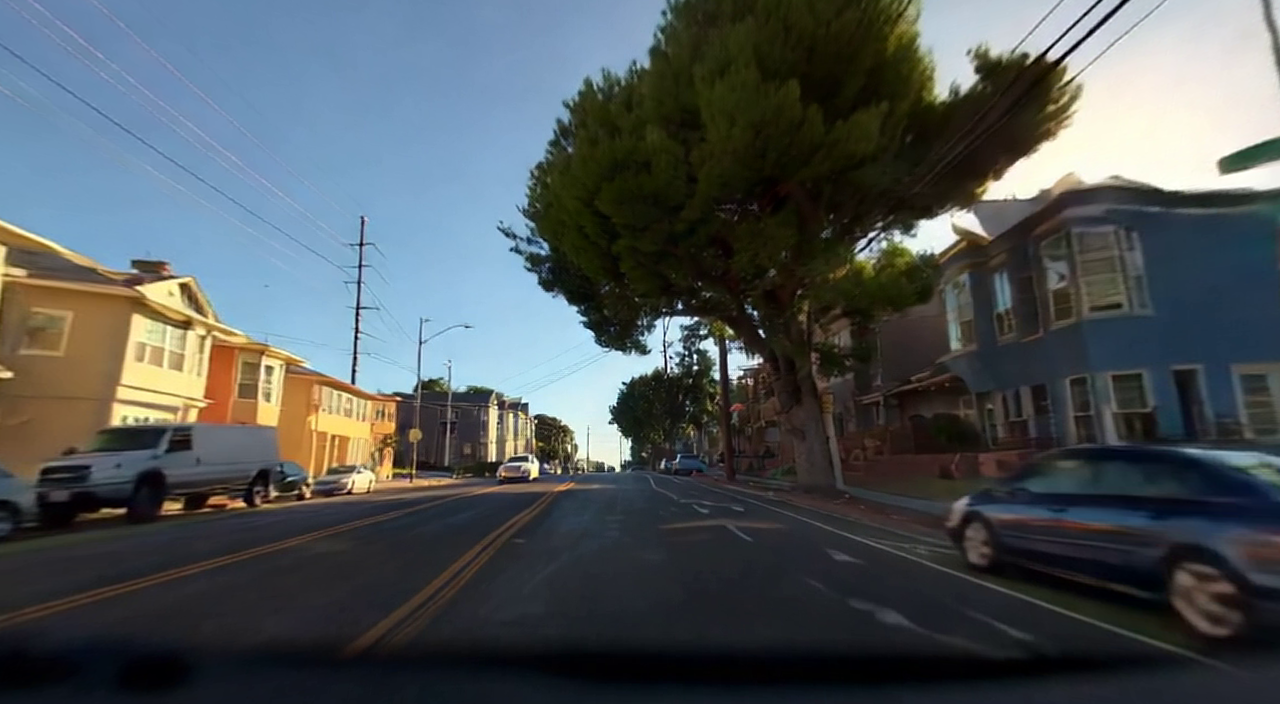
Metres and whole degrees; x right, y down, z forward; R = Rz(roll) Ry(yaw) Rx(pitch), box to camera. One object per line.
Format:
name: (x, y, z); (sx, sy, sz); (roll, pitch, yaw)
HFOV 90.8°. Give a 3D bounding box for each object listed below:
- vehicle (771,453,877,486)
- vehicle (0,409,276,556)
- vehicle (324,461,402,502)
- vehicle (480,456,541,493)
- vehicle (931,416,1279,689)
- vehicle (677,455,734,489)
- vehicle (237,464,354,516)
vehicle: (8.925, 5.653, 30.674); (4.658, 1.465, 2.025); (-4, -9, 24)
vehicle: (-11.130, 2.766, 14.189); (2.687, 2.491, 5.936); (-2, -8, -4)
vehicle: (-11.923, 5.564, 27.436); (1.936, 1.516, 3.647); (0, -9, -4)
vehicle: (-5.976, 5.673, 29.594); (2.205, 1.480, 4.366); (-1, -9, -4)
vehicle: (4.499, 1.287, 4.687); (2.059, 1.502, 4.824); (0, -9, -5)
vehicle: (3.018, 5.652, 30.104); (1.917, 1.434, 4.733); (0, -9, -4)
vehicle: (-11.568, 4.614, 21.622); (1.742, 1.415, 4.566); (0, -9, -4)
